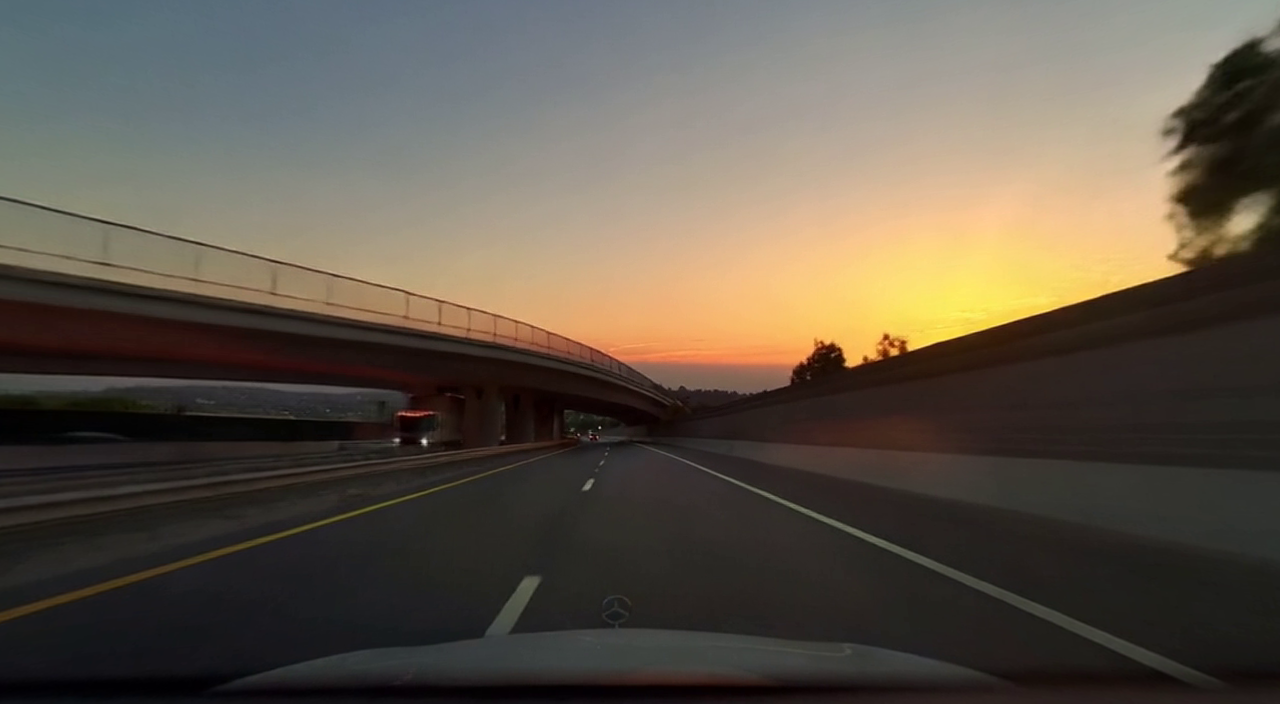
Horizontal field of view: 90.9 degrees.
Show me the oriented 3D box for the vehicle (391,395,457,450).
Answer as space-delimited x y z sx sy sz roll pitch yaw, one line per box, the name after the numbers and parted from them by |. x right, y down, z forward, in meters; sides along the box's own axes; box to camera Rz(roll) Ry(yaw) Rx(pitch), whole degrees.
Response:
-16.465 5.464 48.466 3.006 3.965 5.994 1 -8 -2 | vehicle
